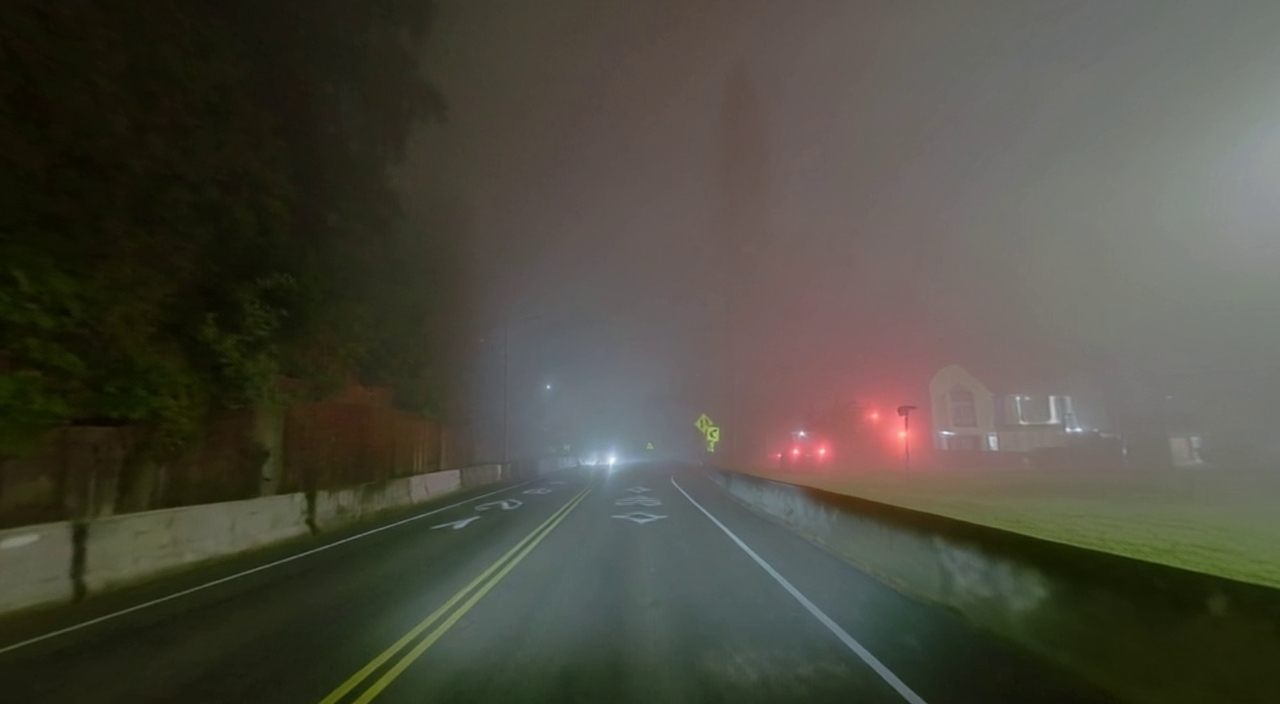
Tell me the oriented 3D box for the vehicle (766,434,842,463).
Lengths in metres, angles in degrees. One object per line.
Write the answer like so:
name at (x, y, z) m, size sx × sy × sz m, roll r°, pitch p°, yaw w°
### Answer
vehicle at (10.937, 6.439, 42.283) m, size 4.614 × 1.764 × 1.860 m, roll -3°, pitch -8°, yaw 6°
